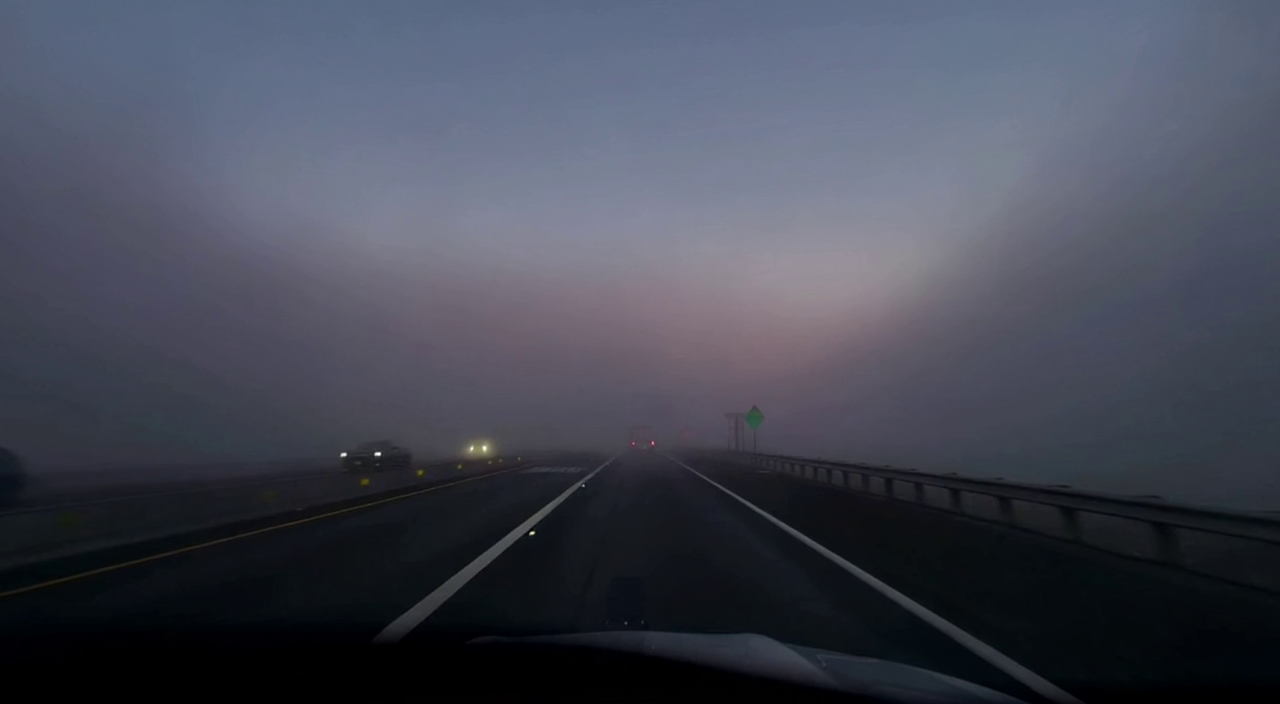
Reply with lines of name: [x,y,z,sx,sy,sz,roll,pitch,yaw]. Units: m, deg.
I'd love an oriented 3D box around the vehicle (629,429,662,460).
vehicle: [0.419,6.777,46.016,2.277,2.109,4.922,0,-8,0]
